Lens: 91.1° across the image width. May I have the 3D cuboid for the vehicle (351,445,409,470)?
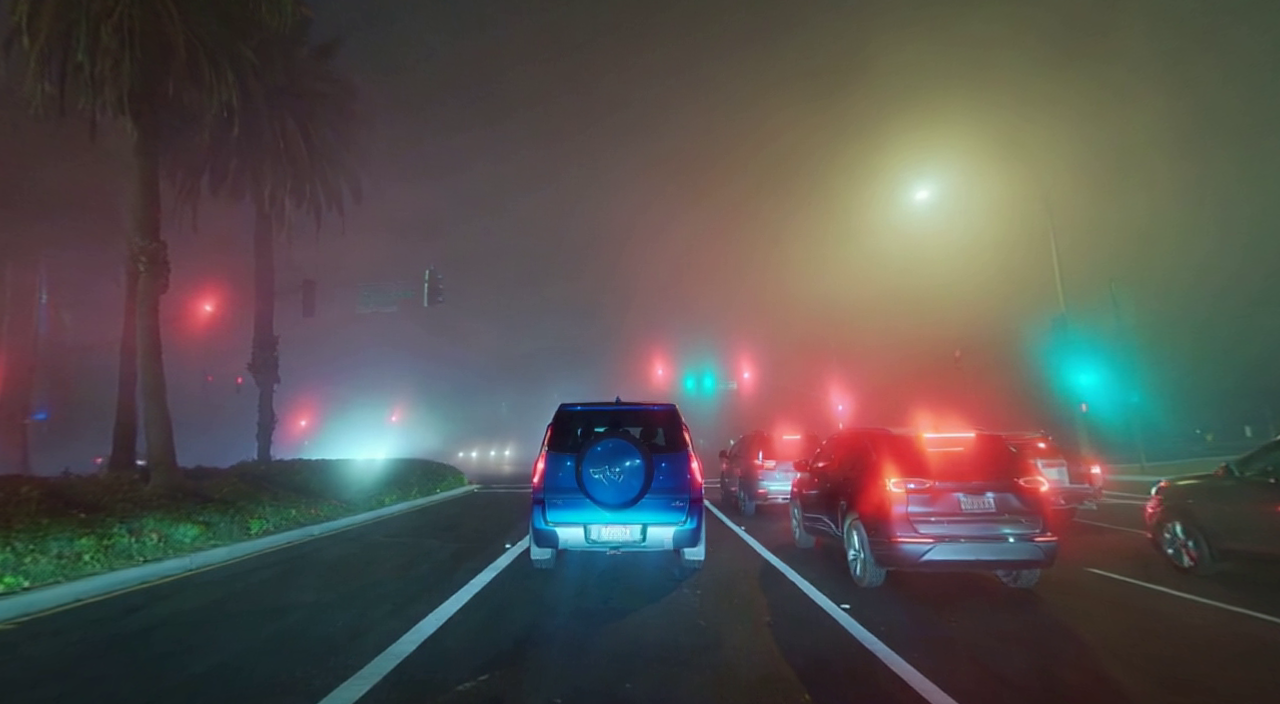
[{"bbox_3d":[-19.855,8.078,48.187,2.119,1.786,5.252,0,-9,1],"label":"vehicle"}]

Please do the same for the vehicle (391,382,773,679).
[{"bbox_3d":[-0.327,1.317,5.691,2.172,1.694,4.055,0,-8,0],"label":"vehicle"}]

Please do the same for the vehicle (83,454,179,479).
[{"bbox_3d":[-38.147,8.555,47.110,5.347,1.785,2.123,0,-9,1],"label":"vehicle"}]

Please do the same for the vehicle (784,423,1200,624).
[{"bbox_3d":[3.131,1.609,6.955,1.971,1.473,4.495,0,-8,0],"label":"vehicle"}]
